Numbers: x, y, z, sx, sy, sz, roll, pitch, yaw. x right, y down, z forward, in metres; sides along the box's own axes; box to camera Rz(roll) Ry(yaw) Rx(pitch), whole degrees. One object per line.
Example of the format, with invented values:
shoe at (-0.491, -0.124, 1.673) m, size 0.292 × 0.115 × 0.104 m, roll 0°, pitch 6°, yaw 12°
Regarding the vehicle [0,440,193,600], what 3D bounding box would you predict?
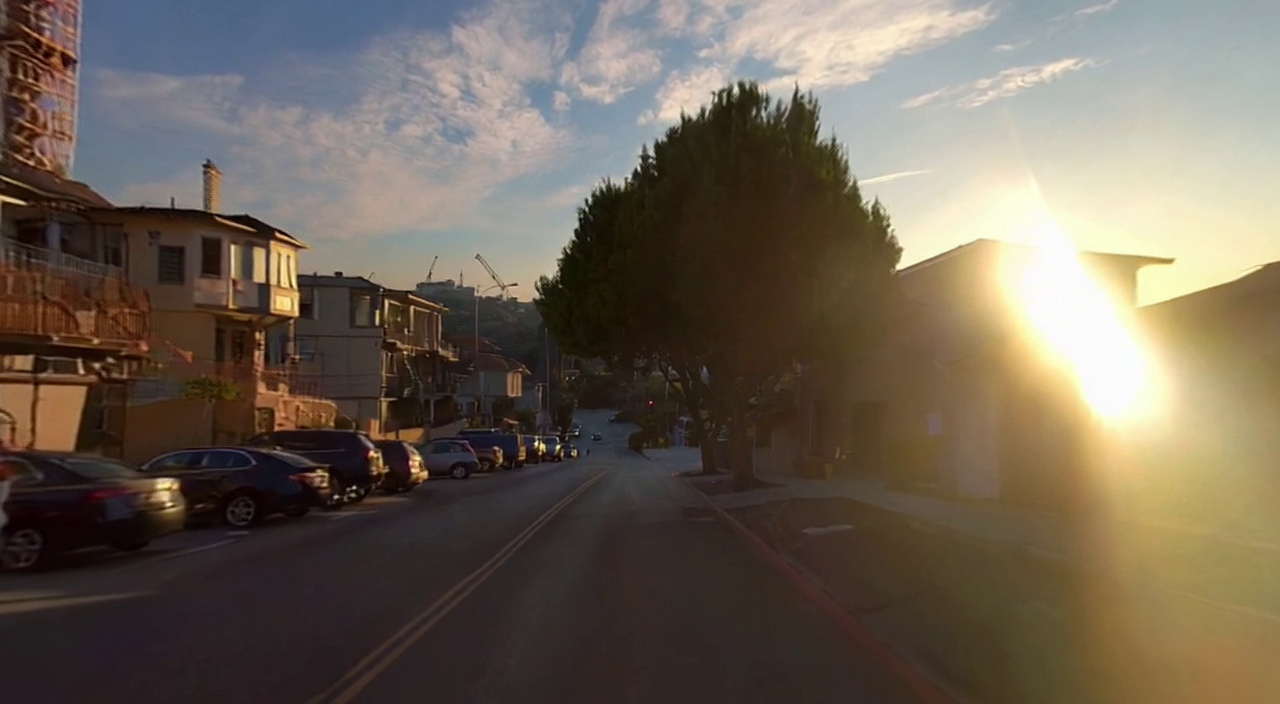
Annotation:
vehicle at (-7.706, 1.745, 7.006) m, size 4.053 × 1.507 × 1.769 m, roll 1°, pitch -9°, yaw -1°
